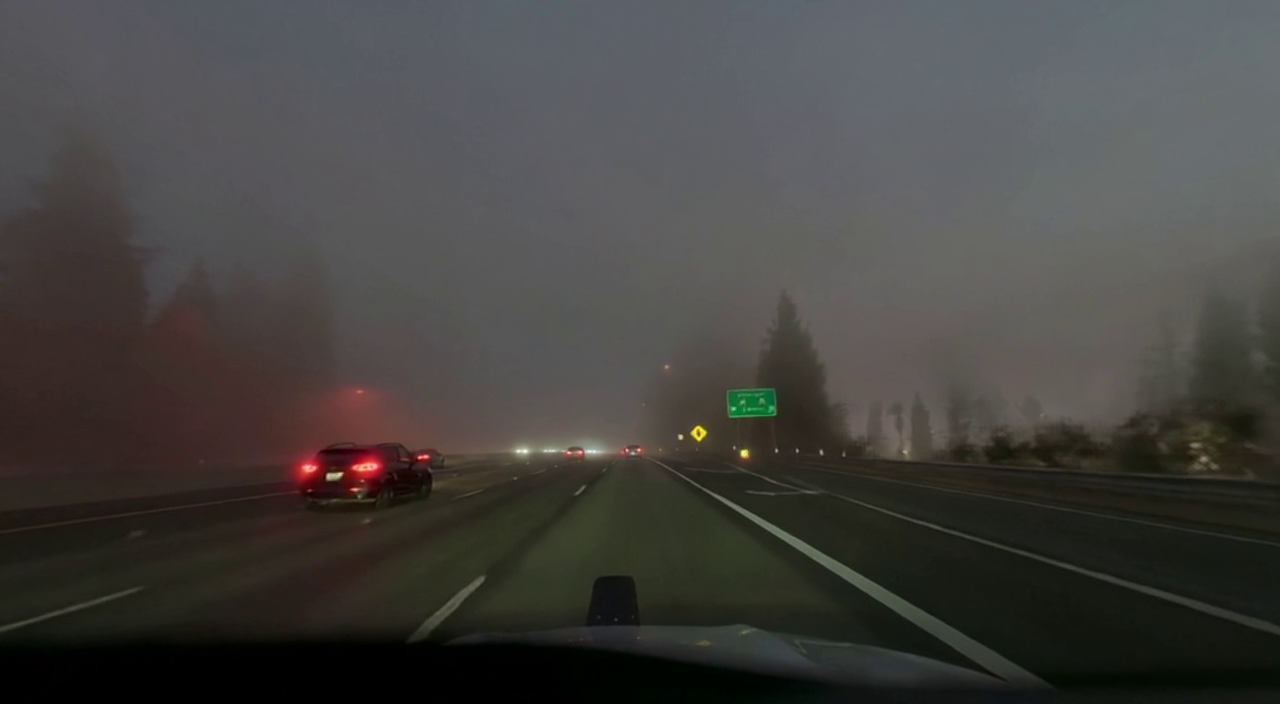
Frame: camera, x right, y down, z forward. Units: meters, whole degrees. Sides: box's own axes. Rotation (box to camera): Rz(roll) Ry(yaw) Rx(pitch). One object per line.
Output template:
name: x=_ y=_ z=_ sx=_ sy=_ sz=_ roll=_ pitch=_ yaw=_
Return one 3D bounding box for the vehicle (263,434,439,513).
vehicle: x=-6.731 y=2.872 z=15.477 sx=2.016 sy=1.606 sz=4.806 roll=0 pitch=-9 yaw=0
